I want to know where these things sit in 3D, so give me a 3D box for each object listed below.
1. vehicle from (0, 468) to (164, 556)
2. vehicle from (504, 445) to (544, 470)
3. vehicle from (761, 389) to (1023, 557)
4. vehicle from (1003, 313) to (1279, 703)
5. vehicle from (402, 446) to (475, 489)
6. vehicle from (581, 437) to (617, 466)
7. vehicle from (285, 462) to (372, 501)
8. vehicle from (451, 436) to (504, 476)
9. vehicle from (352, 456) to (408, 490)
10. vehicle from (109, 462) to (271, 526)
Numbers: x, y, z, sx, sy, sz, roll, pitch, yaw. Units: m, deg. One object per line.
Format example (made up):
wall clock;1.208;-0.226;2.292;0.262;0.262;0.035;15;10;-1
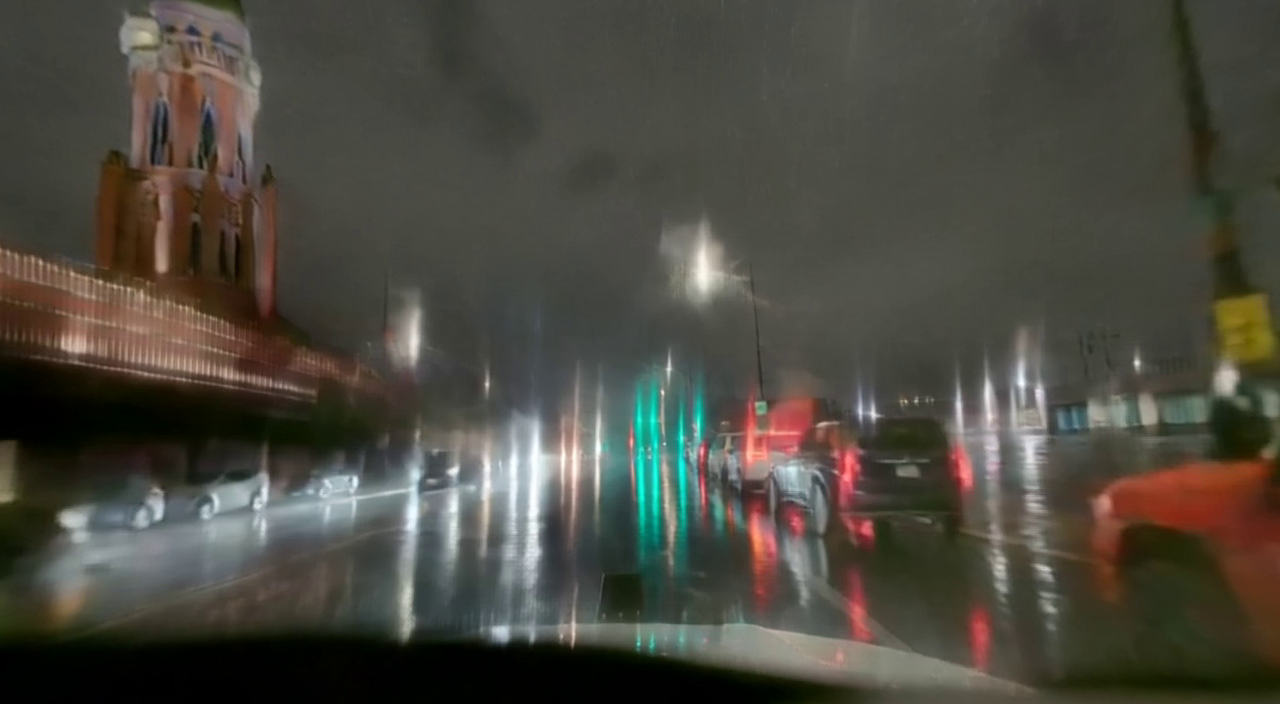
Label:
vehicle;-15.074;3.991;16.404;1.978;1.819;4.477;1;-9;-2
vehicle;-8.788;8.002;48.184;2.078;1.810;4.568;0;-9;1
vehicle;3.479;1.798;10.133;2.124;1.975;5.131;0;-8;1
vehicle;3.611;0.588;1.233;2.055;1.857;6.596;0;-8;2
vehicle;-8.875;5.084;28.183;1.842;1.735;4.066;0;-9;1
vehicle;-2.952;7.284;46.339;2.293;1.936;4.737;0;-9;1
vehicle;-15.408;6.401;31.564;2.076;1.672;4.499;1;-9;0
vehicle;-12.063;7.755;47.360;2.410;2.733;5.630;0;-9;0
vehicle;-15.449;7.187;37.731;1.751;1.865;3.735;1;-9;-1
vehicle;-15.403;4.837;22.069;2.014;1.846;4.920;1;-9;-1
